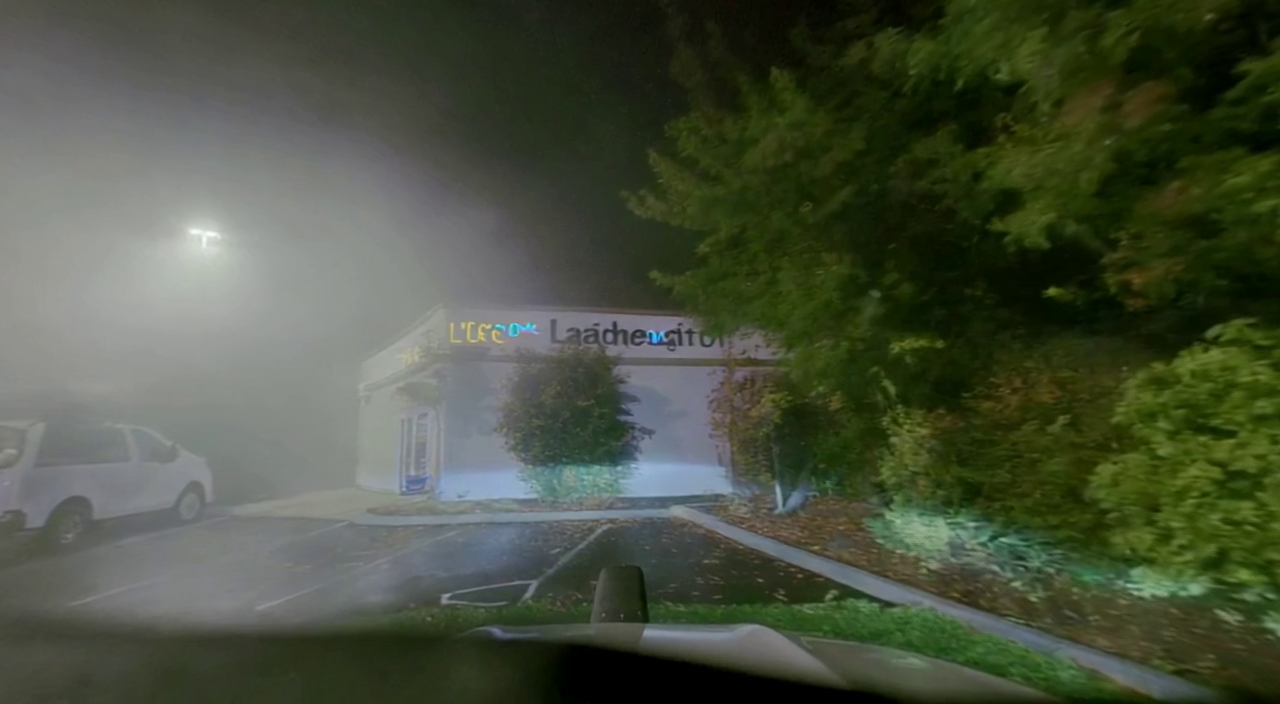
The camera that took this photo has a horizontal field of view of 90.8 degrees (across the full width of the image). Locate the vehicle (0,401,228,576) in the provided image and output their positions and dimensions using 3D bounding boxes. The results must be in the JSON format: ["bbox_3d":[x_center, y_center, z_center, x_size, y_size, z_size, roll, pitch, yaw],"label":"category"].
[{"bbox_3d":[-9.556,2.146,10.720,2.200,2.257,5.237,1,-9,-9],"label":"vehicle"}]
